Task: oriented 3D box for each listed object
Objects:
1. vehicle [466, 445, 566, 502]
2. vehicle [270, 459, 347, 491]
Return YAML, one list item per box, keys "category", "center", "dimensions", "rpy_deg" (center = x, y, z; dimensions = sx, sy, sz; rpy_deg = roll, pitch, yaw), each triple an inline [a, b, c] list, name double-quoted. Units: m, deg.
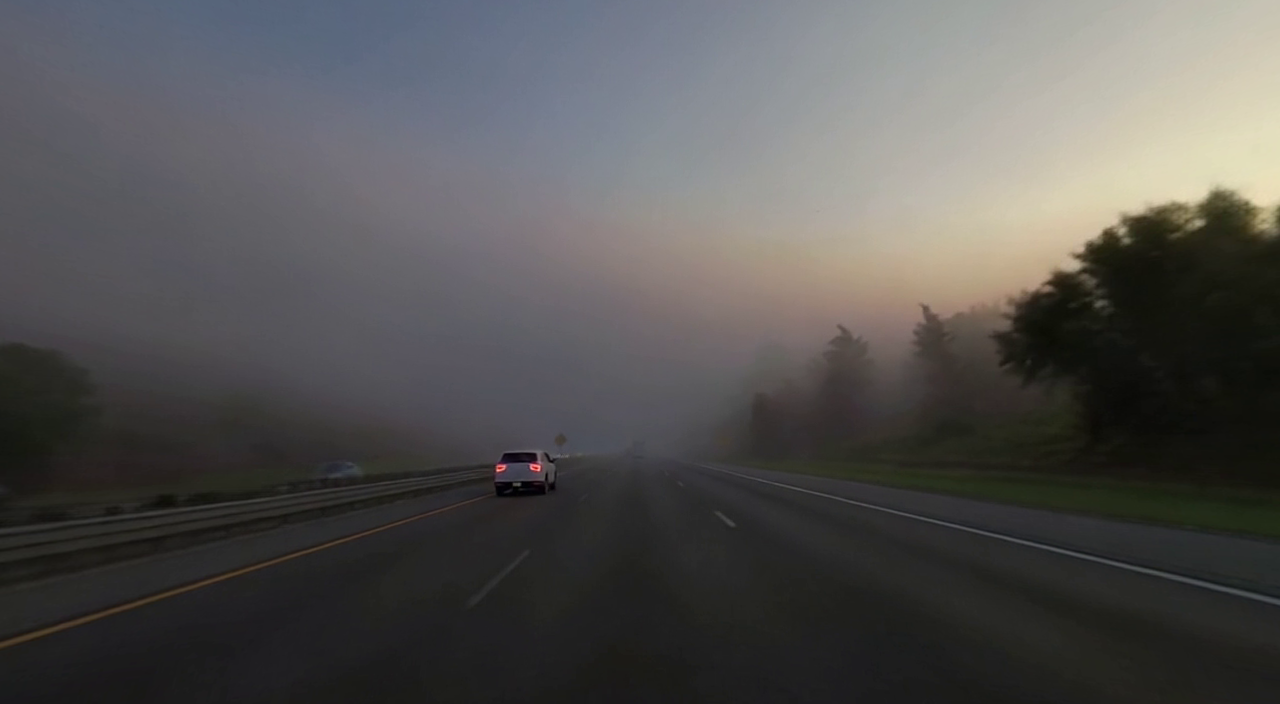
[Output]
- category: "vehicle"
  center: [-3.536, 3.573, 18.974]
  dimensions: [2.054, 1.475, 4.708]
  rpy_deg: [0, -9, 0]
- category: "vehicle"
  center: [-16.483, 6.102, 31.514]
  dimensions: [1.827, 1.450, 3.766]
  rpy_deg: [0, -9, -1]
